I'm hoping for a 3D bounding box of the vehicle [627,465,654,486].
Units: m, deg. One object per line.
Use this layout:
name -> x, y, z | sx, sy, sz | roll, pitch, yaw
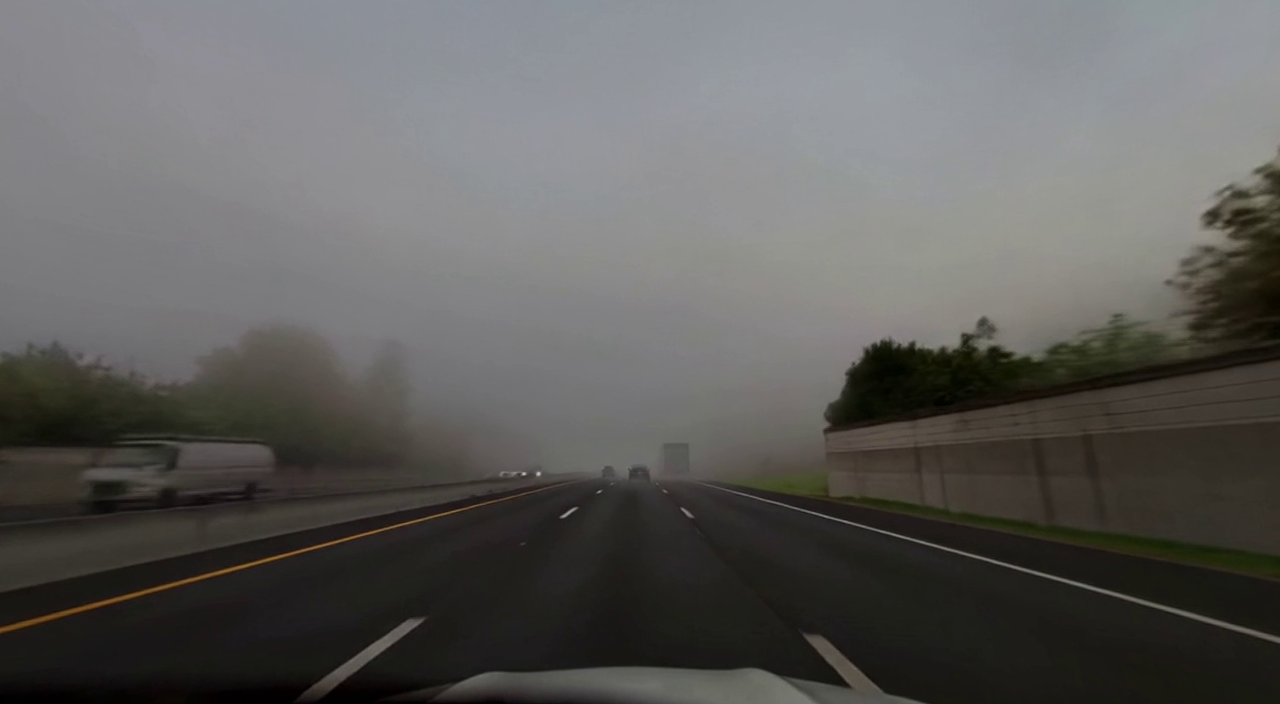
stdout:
vehicle -> 0.028, 9.429, 48.156 | 2.015, 1.478, 3.920 | 1, -10, 0
